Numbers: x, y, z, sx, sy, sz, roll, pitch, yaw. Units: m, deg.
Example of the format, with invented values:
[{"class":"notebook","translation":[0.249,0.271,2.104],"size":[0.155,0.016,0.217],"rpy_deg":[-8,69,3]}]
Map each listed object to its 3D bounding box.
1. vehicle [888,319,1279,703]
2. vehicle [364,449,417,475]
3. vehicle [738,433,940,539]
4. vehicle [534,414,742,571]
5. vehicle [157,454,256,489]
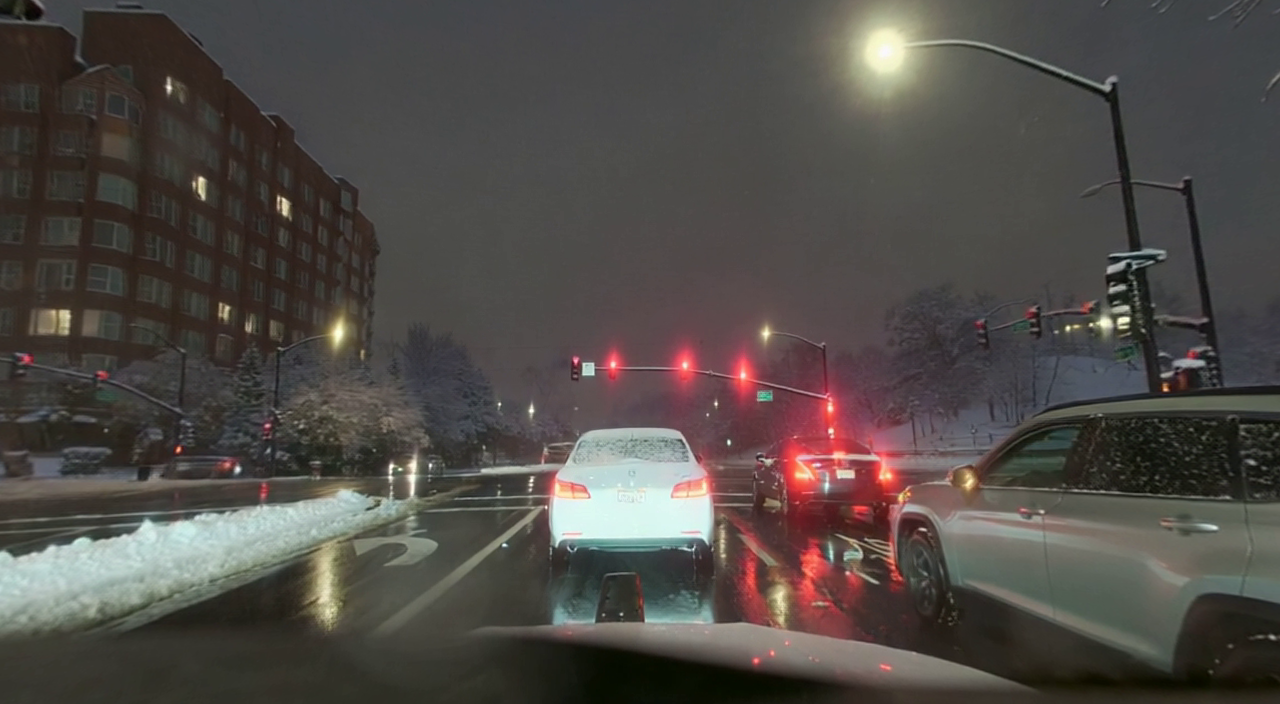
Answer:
[{"class":"vehicle","translation":[3.007,0.866,2.663],"size":[2.103,1.701,4.294],"rpy_deg":[0,-8,-1]},{"class":"vehicle","translation":[-18.733,8.262,47.711],"size":[2.026,1.836,4.726],"rpy_deg":[0,-8,0]},{"class":"vehicle","translation":[3.156,2.216,11.142],"size":[2.001,1.463,4.398],"rpy_deg":[0,-8,-2]},{"class":"vehicle","translation":[-0.069,1.779,8.742],"size":[2.188,1.637,4.027],"rpy_deg":[0,-8,-1]},{"class":"vehicle","translation":[-24.199,6.625,35.322],"size":[4.448,1.837,2.021],"rpy_deg":[-2,-9,14]}]
